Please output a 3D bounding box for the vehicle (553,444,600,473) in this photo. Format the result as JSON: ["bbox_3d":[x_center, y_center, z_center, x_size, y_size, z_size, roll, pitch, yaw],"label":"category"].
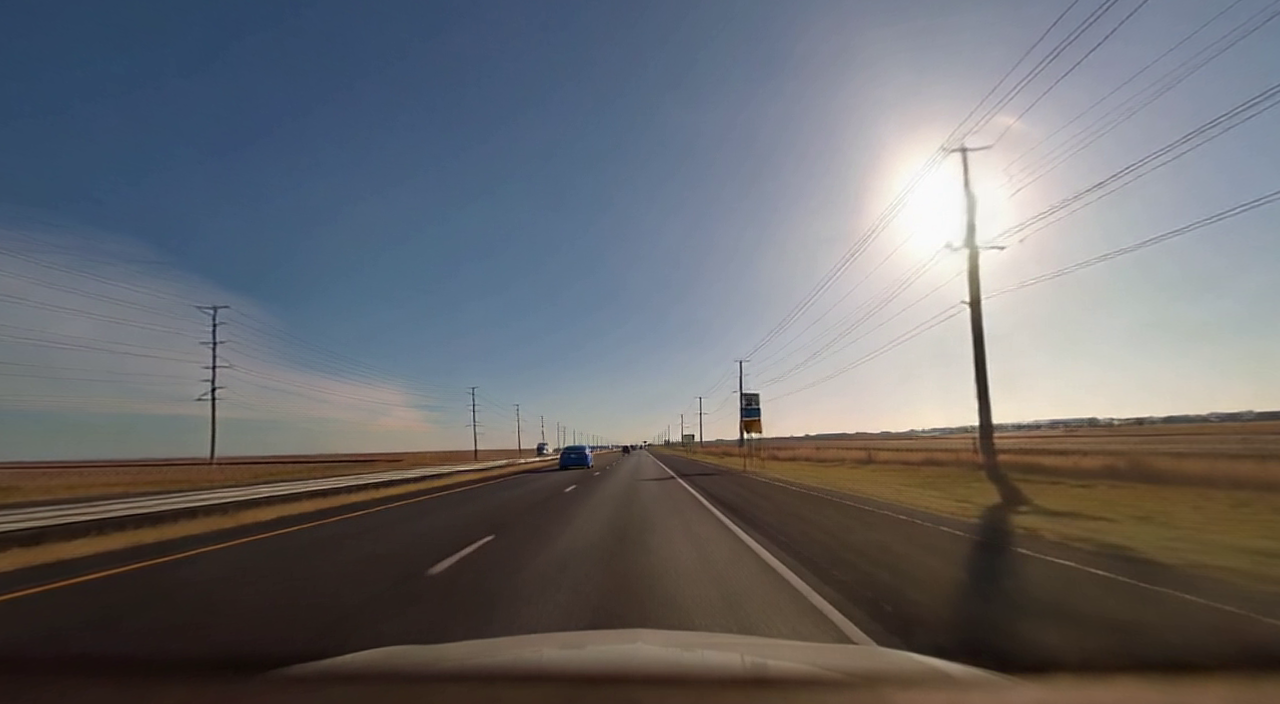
[{"bbox_3d":[-3.534,6.062,35.973,2.106,1.543,4.465,0,-9,1],"label":"vehicle"}]
